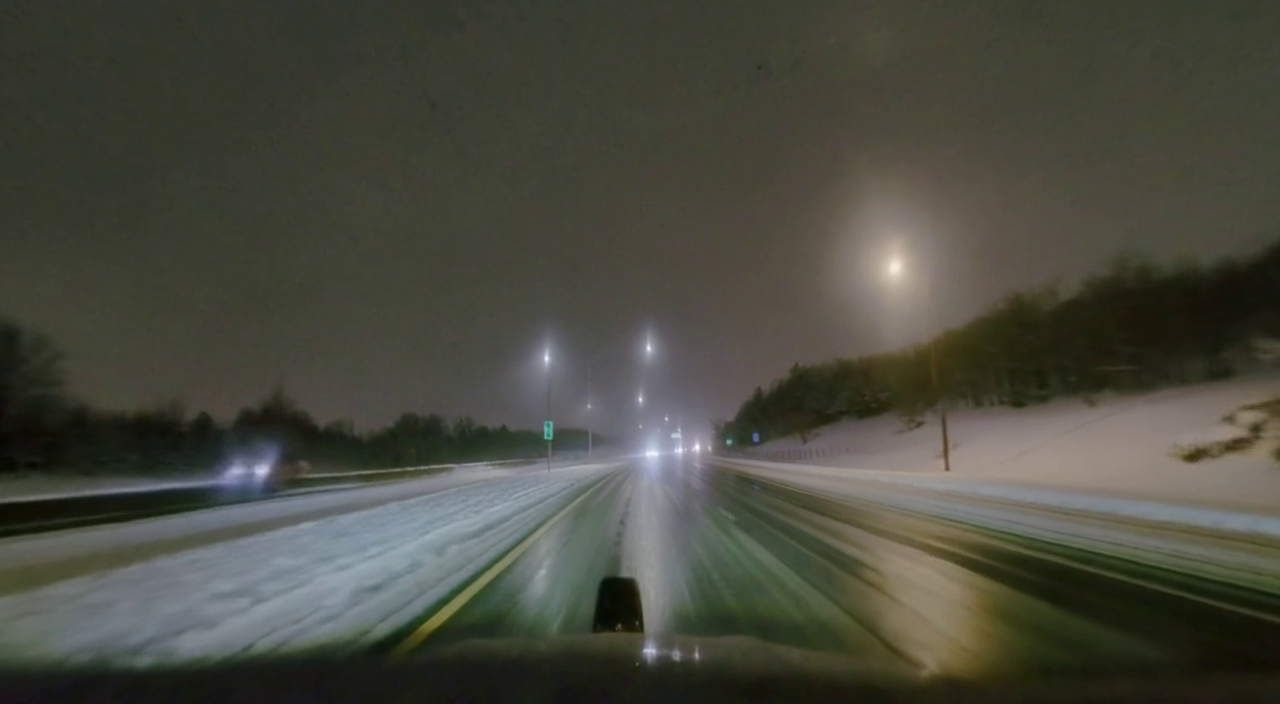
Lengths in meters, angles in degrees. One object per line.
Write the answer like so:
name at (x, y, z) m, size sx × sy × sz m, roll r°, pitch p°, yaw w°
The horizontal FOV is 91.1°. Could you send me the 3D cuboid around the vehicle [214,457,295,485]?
vehicle at (-22.953, 7.084, 37.666) m, size 1.908 × 1.474 × 4.674 m, roll -1°, pitch -9°, yaw 0°
